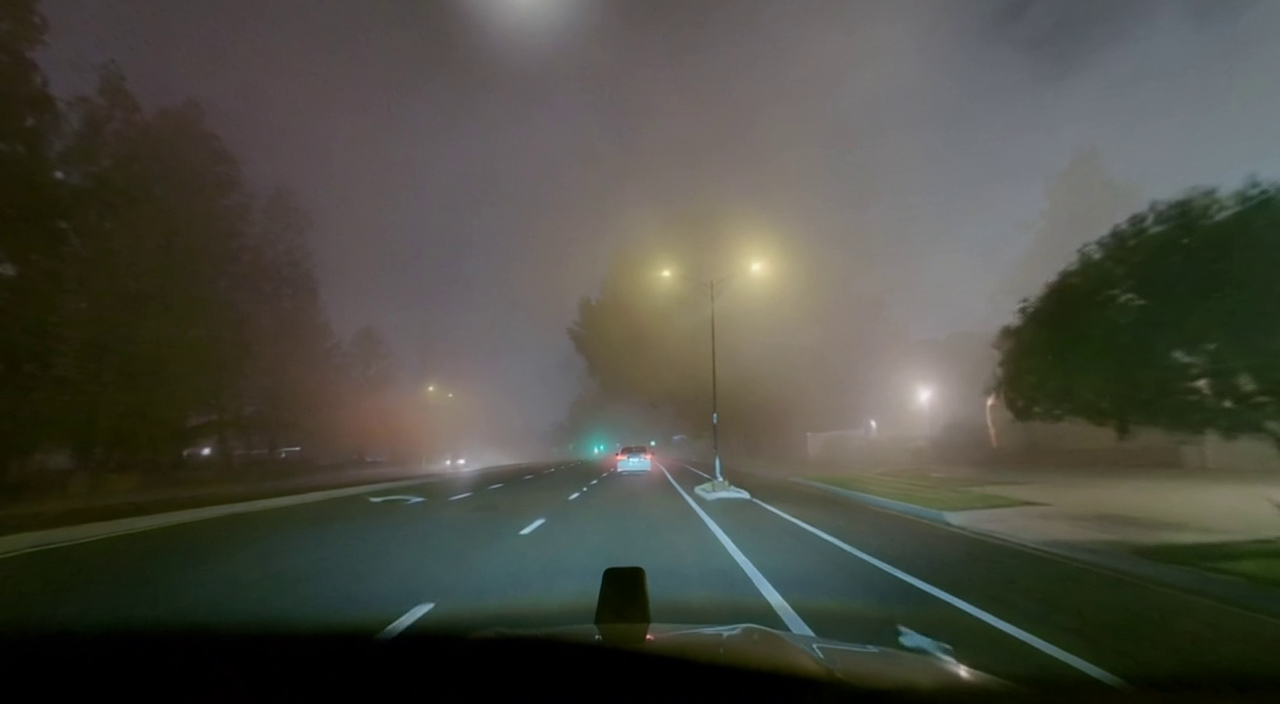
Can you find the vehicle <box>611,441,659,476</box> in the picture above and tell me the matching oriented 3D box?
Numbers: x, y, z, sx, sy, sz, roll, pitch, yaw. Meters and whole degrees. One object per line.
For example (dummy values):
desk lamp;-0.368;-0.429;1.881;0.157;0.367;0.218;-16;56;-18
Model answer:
vehicle;-0.207;4.821;28.664;2.009;1.456;4.003;-1;-9;0
